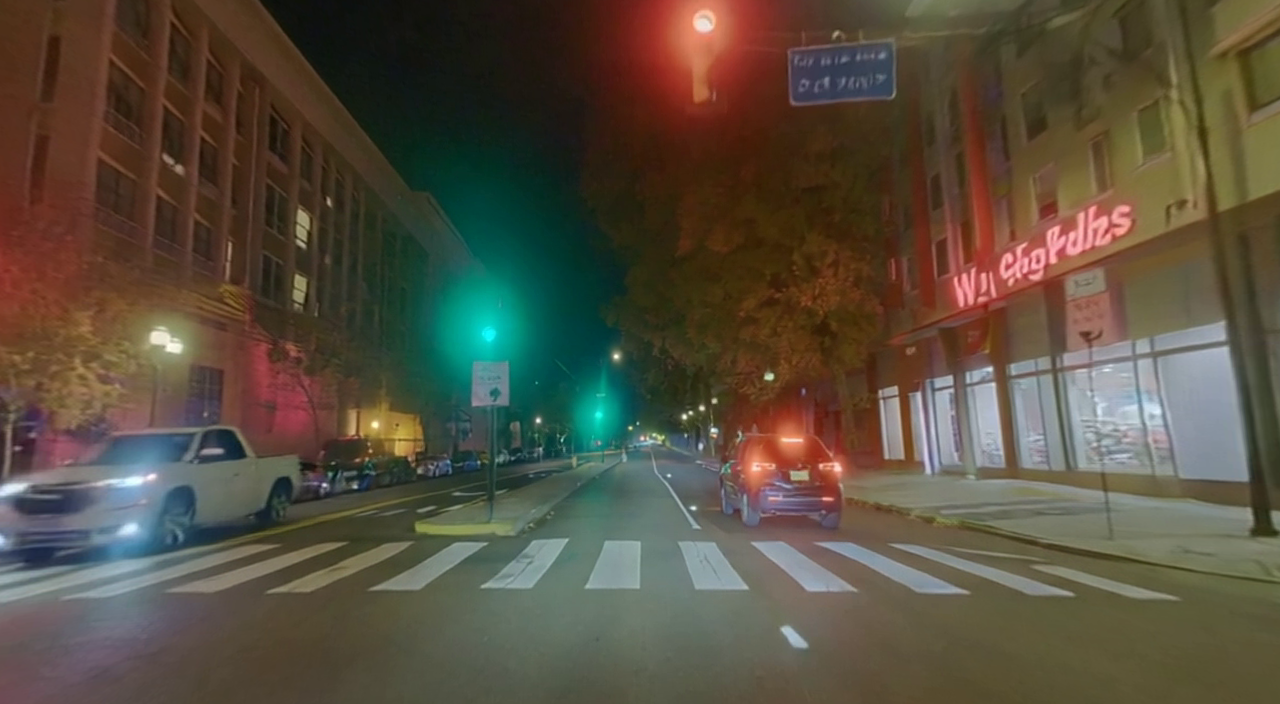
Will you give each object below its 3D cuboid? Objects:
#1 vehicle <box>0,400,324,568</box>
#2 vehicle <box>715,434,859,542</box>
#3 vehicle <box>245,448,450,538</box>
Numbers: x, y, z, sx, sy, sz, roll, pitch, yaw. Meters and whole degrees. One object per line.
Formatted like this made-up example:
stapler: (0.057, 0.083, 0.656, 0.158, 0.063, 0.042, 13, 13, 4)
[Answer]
vehicle: (-8.691, 2.241, 11.809, 2.489, 2.323, 5.843, 0, -8, 0)
vehicle: (2.458, 2.314, 11.286, 1.822, 1.654, 2.794, 0, -8, -1)
vehicle: (-5.624, 2.722, 12.948, 1.983, 1.438, 4.559, 0, -8, 0)
